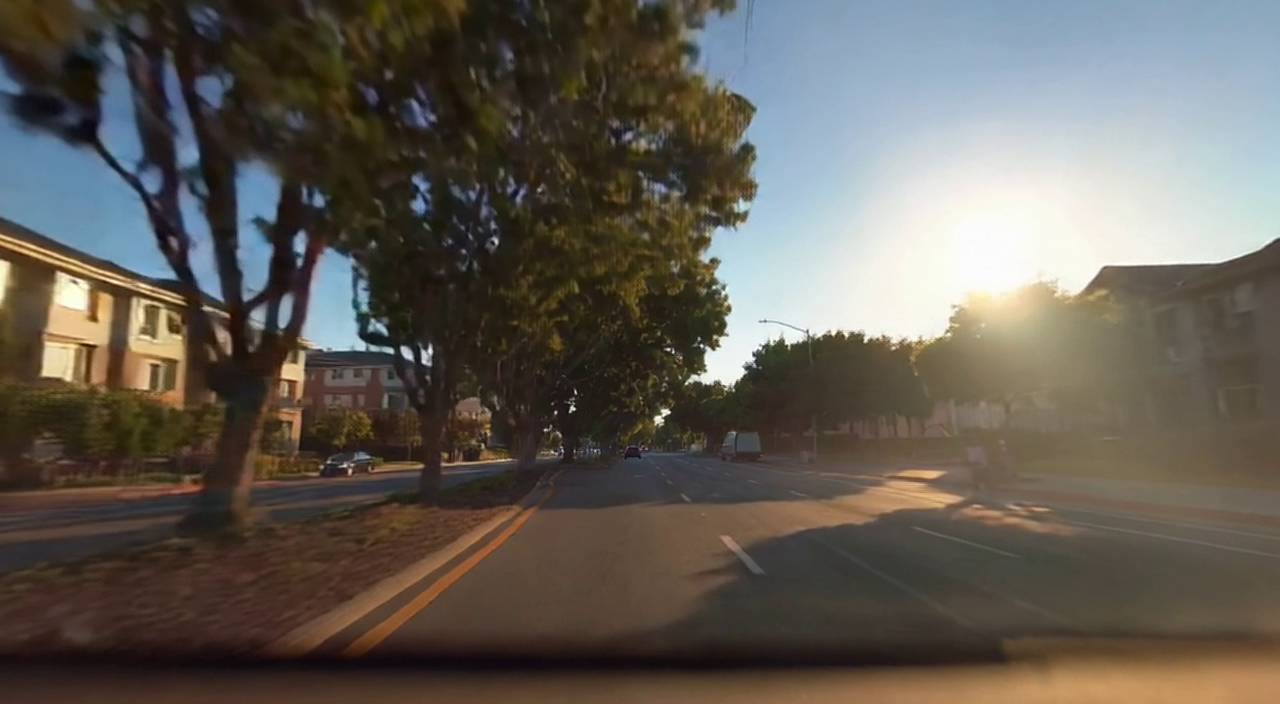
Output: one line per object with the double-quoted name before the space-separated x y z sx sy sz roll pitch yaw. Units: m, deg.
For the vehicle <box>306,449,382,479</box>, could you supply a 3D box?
"vehicle" -19.538 7.403 42.001 2.146 1.848 5.680 -1 -9 2
